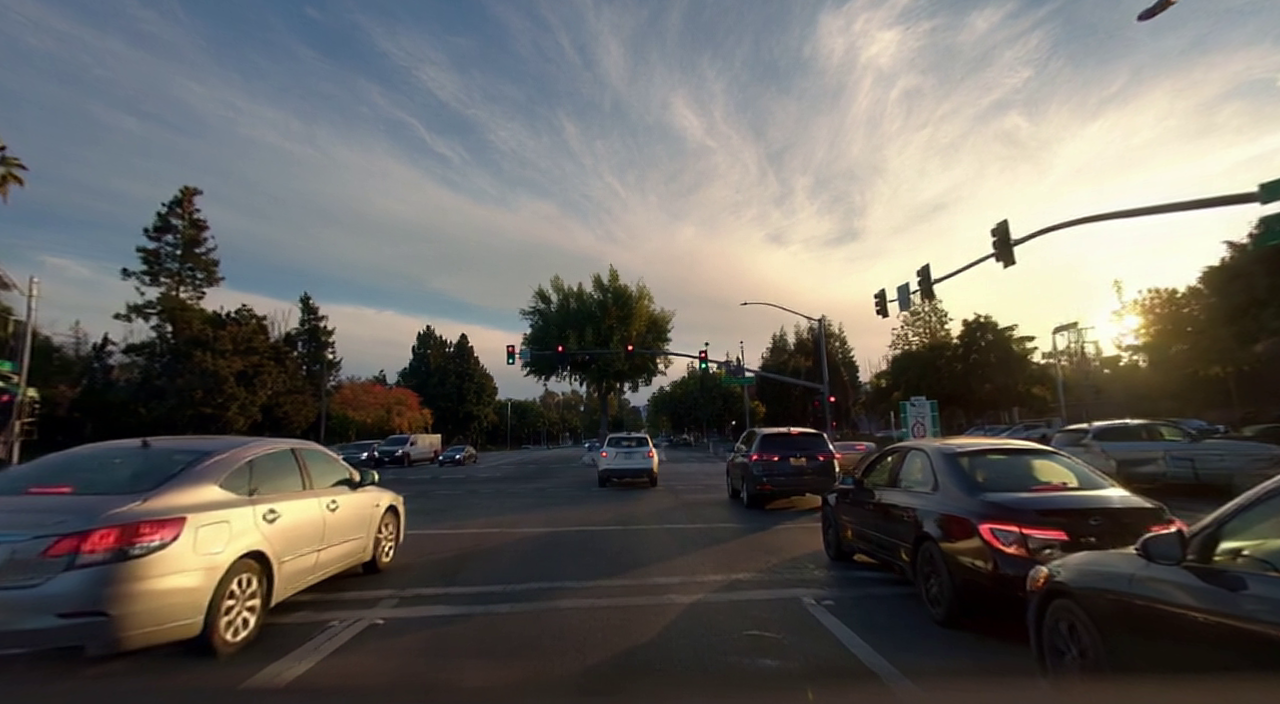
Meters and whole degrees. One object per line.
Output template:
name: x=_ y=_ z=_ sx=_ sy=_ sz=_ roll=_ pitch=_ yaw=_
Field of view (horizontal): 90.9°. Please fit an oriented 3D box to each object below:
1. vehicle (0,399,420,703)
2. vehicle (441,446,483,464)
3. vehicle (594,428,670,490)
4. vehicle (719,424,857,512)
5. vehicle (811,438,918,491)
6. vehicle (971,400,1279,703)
vehicle: x=-3.544 y=1.284 z=5.046 sx=1.941 sy=1.492 sz=4.399 roll=0 pitch=-8 yaw=1
vehicle: x=-13.974 y=8.089 z=49.756 sx=1.926 sy=1.325 sz=4.162 roll=-1 pitch=-8 yaw=3
vehicle: x=-0.209 y=3.394 z=20.268 sx=2.215 sy=1.749 sz=3.976 roll=0 pitch=-8 yaw=1
vehicle: x=3.202 y=2.611 z=14.705 sx=2.097 sy=1.707 sz=4.461 roll=0 pitch=-8 yaw=-1
vehicle: x=6.643 y=3.345 z=19.141 sx=1.847 sy=1.432 sz=4.039 roll=0 pitch=-8 yaw=2
vehicle: x=3.113 y=0.856 z=1.832 sx=1.960 sy=1.460 sz=4.233 roll=0 pitch=-8 yaw=-1
